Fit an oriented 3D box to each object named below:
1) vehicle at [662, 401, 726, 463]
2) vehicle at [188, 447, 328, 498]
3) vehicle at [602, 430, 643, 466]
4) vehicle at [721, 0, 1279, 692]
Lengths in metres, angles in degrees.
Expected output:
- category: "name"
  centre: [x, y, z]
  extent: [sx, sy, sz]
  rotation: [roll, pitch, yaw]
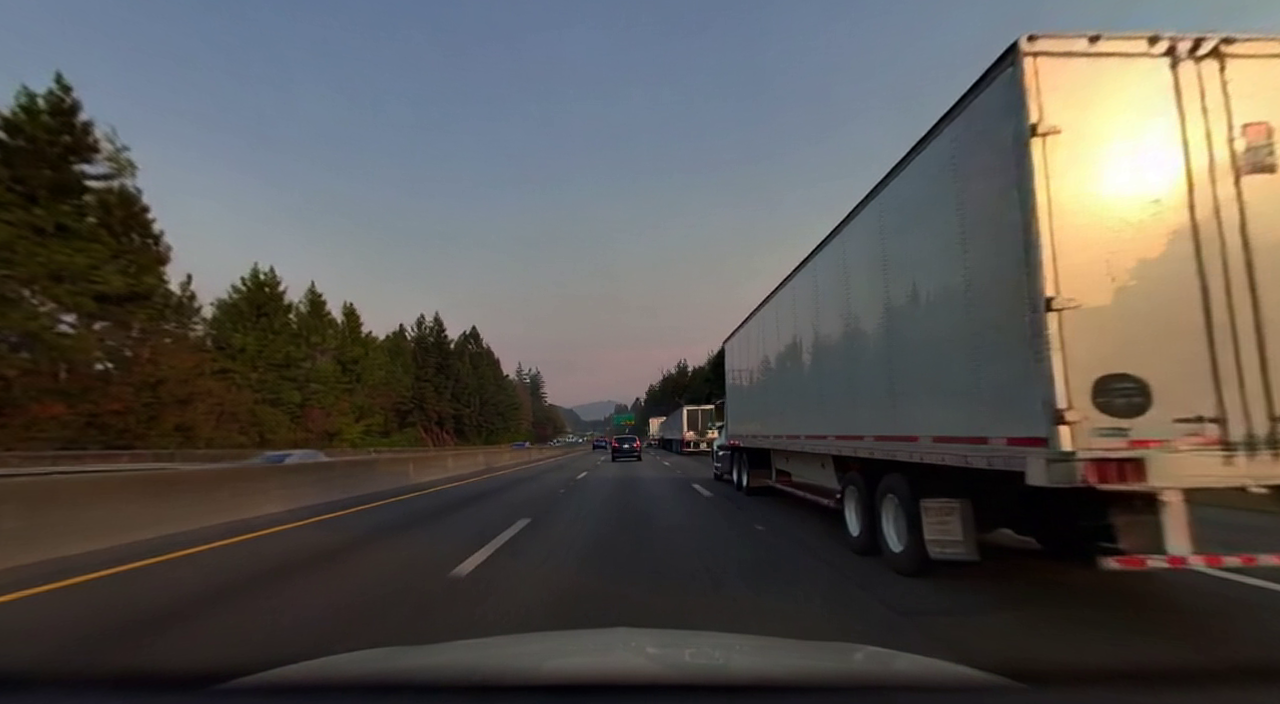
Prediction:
- category: "vehicle"
  centre: [3.395, 5.537, 42.864]
  extent: [2.947, 3.657, 11.192]
  rotation: [0, -8, -2]
- category: "vehicle"
  centre: [-12.744, 3.991, 21.412]
  extent: [1.868, 1.481, 4.707]
  rotation: [0, -8, -1]
- category: "vehicle"
  centre: [-1.007, 5.486, 36.099]
  extent: [2.211, 1.933, 4.315]
  rotation: [0, -8, -2]
- category: "vehicle"
  centre: [4.007, 0.745, 10.725]
  extent: [3.005, 4.121, 14.417]
  rotation: [0, -8, -1]
